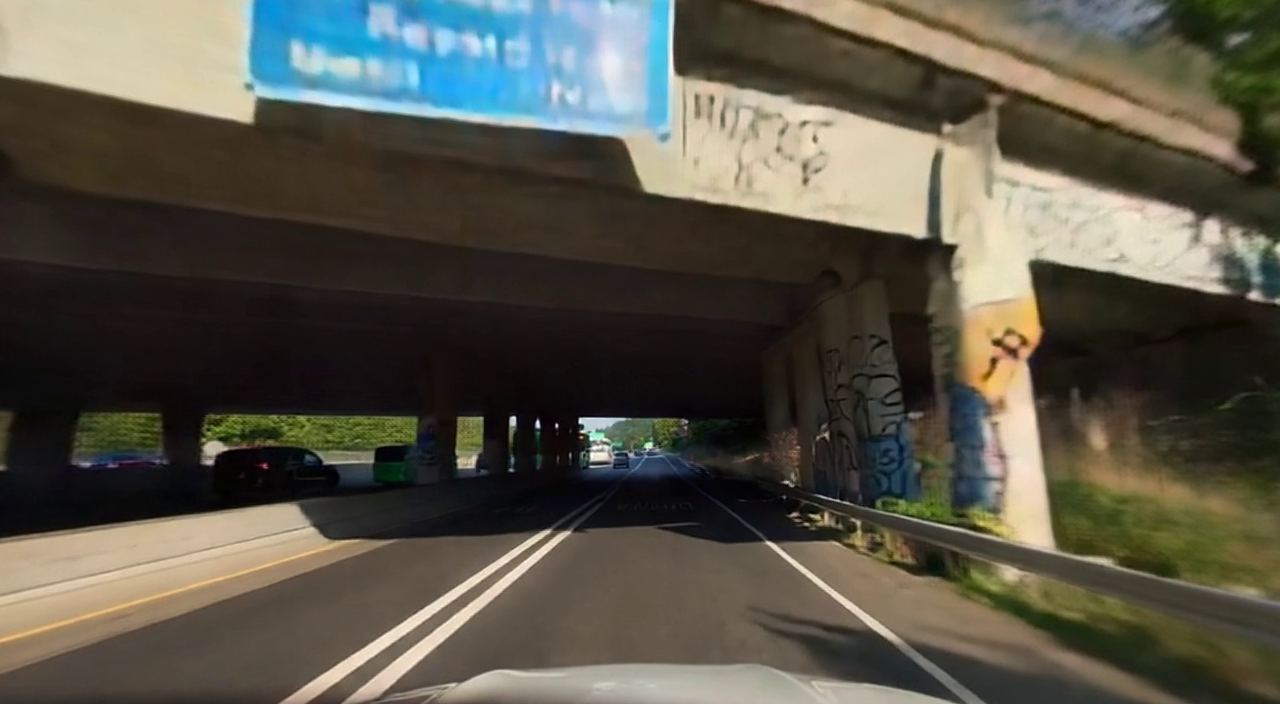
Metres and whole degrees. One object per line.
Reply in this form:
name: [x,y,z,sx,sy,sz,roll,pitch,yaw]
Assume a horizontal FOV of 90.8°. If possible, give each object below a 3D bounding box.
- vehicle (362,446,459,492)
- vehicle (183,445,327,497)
vehicle: [-8.856,4.520,24.848,1.979,1.600,4.516,0,-8,2]
vehicle: [-13.361,4.119,22.333,2.059,1.615,4.688,0,-8,1]
